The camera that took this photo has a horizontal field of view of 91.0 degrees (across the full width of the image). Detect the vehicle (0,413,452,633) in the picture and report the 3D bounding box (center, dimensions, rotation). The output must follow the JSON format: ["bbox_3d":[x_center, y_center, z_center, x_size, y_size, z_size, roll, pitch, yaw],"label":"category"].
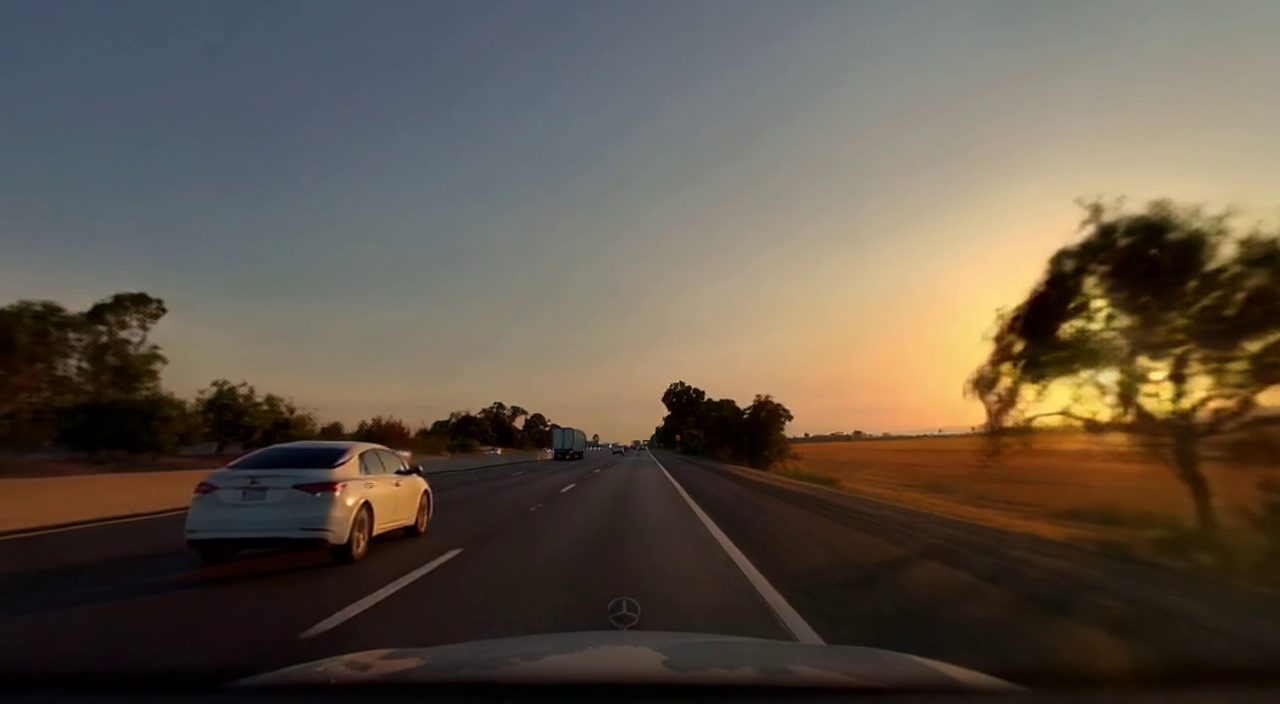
[{"bbox_3d":[-3.870,1.592,6.982,2.028,1.553,4.820,0,-9,1],"label":"vehicle"}]
